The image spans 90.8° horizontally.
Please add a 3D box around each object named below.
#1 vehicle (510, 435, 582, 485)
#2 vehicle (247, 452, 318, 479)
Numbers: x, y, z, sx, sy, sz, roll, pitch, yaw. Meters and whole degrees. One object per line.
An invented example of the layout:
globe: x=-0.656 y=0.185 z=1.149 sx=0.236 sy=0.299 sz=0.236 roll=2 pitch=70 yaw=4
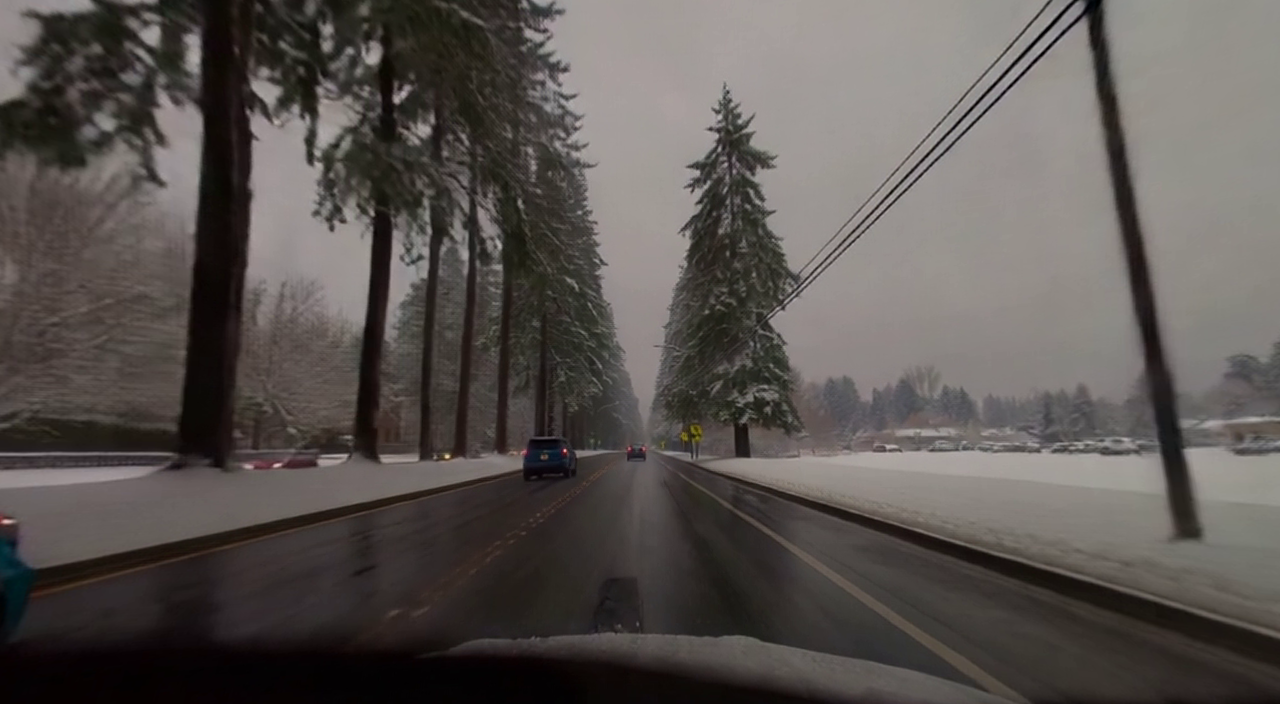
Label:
vehicle: x=-3.529 y=4.133 z=24.521 sx=2.078 sy=1.748 sz=4.279 roll=0 pitch=-8 yaw=0
vehicle: x=-21.320 y=6.783 z=37.887 sx=1.759 sy=1.458 sz=4.302 roll=0 pitch=-8 yaw=0
